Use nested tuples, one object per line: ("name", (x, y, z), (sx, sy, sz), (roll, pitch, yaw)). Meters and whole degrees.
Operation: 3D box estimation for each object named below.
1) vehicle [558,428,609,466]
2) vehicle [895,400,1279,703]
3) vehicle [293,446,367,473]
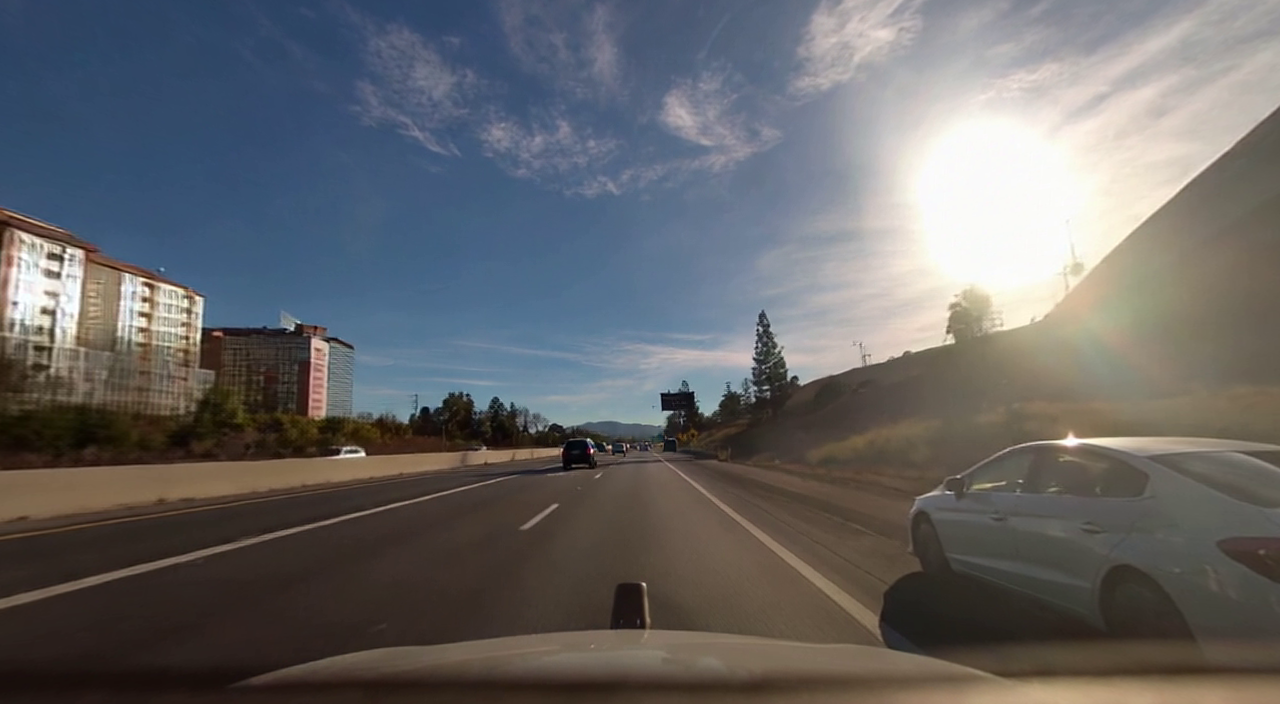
("vehicle", (-3.514, 6.141, 40.578), (2.496, 2.203, 6.317), (0, -9, 1))
("vehicle", (3.775, 1.241, 4.329), (2.047, 1.532, 4.884), (0, -9, 1))
("vehicle", (-18.570, 6.443, 37.991), (1.981, 1.526, 4.512), (0, -9, 4))
